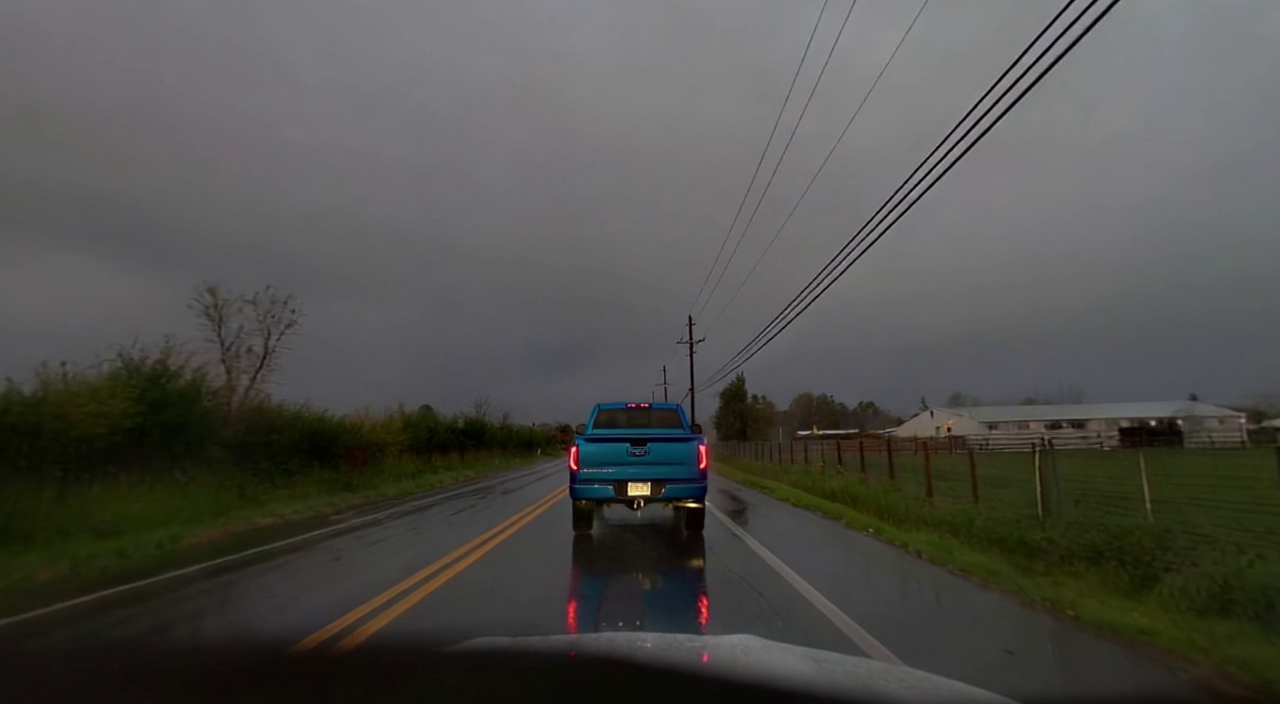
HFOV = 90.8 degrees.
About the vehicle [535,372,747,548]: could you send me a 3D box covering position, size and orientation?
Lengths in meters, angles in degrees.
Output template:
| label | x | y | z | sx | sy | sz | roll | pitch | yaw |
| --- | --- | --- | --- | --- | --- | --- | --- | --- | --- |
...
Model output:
| label | x | y | z | sx | sy | sz | roll | pitch | yaw |
| --- | --- | --- | --- | --- | --- | --- | --- | --- | --- |
| vehicle | -0.064 | 1.798 | 11.063 | 2.693 | 2.223 | 5.885 | 0 | -8 | -2 |
